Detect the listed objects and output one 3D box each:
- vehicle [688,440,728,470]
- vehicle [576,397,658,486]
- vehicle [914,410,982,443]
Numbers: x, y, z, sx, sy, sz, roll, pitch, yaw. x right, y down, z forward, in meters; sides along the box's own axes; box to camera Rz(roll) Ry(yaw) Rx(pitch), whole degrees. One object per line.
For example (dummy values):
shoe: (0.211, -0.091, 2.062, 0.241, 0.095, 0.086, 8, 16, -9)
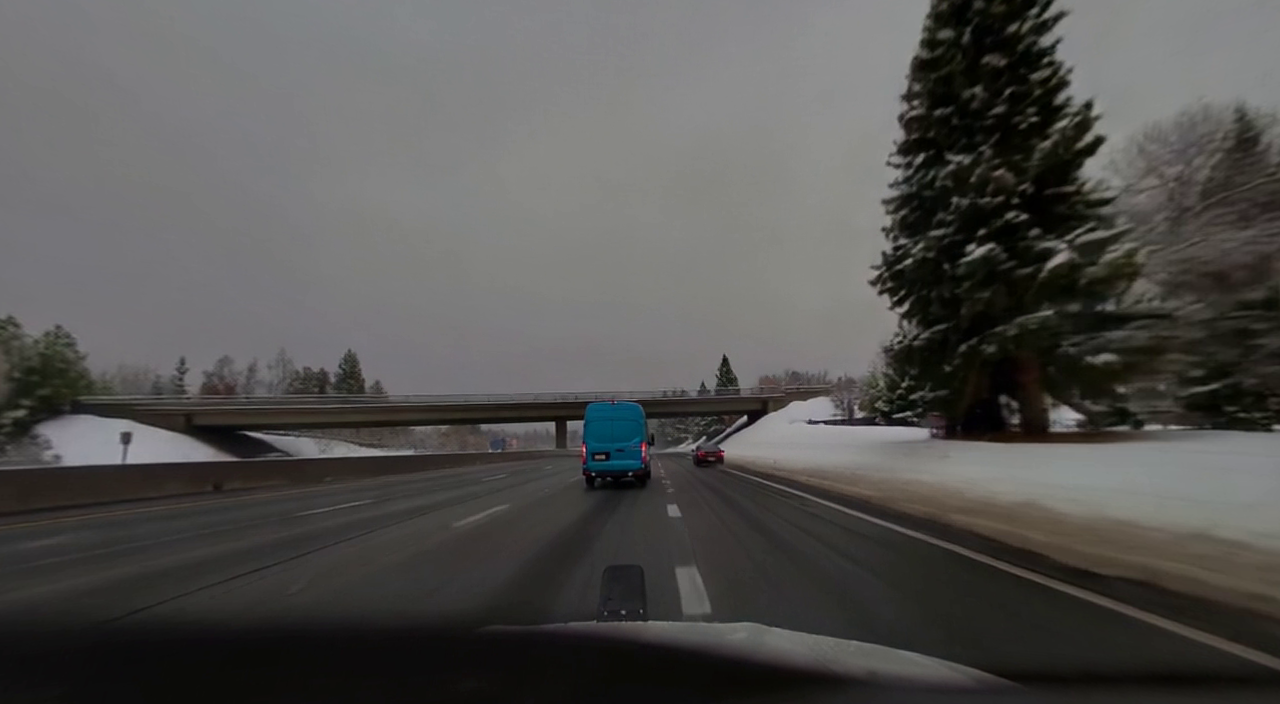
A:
vehicle: (3.940, 6.031, 37.052, 1.987, 1.648, 3.984, 0, -8, 1)
vehicle: (-0.651, 3.236, 22.604, 2.476, 2.776, 5.598, 0, -8, 3)
vehicle: (22.192, 5.467, 45.560, 2.445, 2.240, 5.659, -1, -8, 4)
